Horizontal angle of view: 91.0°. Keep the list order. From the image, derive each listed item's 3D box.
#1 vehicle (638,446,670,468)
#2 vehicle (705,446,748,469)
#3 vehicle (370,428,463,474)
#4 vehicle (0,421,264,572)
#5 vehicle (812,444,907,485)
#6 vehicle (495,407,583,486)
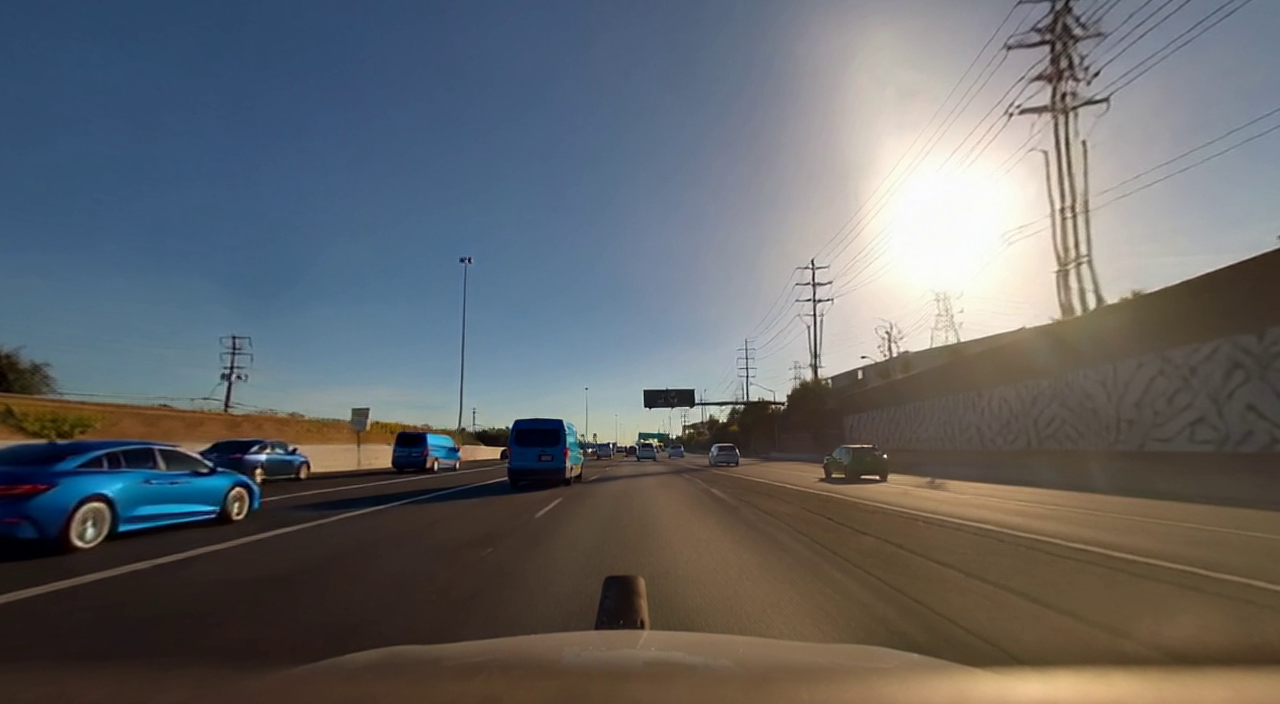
[{"bbox_3d":[0.965,7.445,44.821,2.084,1.492,4.137,0,-9,-1],"label":"vehicle"},{"bbox_3d":[6.086,7.473,44.734,2.095,1.504,4.536,0,-9,-4],"label":"vehicle"},{"bbox_3d":[-11.425,5.143,32.889,2.596,2.162,6.328,0,-9,0],"label":"vehicle"},{"bbox_3d":[-7.543,1.823,8.691,1.967,1.525,4.458,0,-9,-1],"label":"vehicle"},{"bbox_3d":[8.623,4.451,25.200,2.052,1.470,4.364,0,-9,-3],"label":"vehicle"},{"bbox_3d":[-3.692,3.642,24.381,2.395,2.660,5.827,0,-9,0],"label":"vehicle"}]
